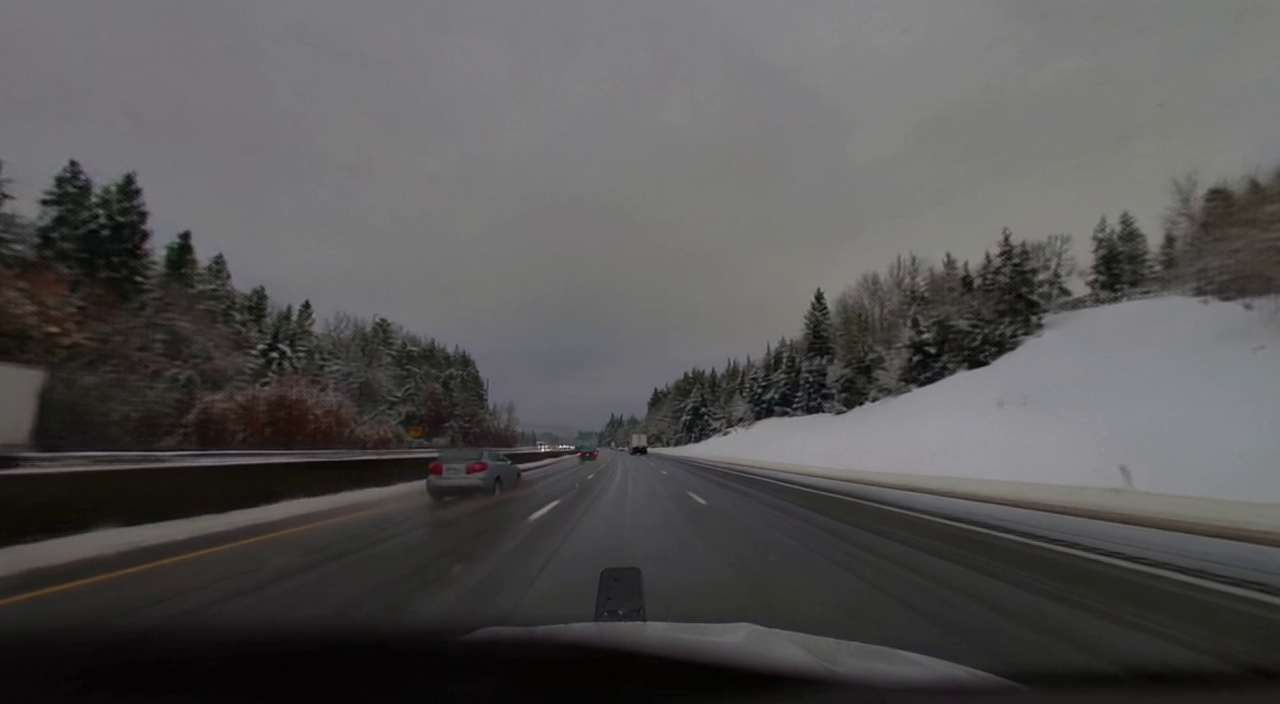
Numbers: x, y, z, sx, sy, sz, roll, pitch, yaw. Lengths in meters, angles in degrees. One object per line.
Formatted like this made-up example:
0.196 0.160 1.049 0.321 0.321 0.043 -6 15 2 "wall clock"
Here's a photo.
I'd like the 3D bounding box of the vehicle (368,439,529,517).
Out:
-4.065 2.762 14.366 2.169 1.473 4.631 0 -9 0 "vehicle"
